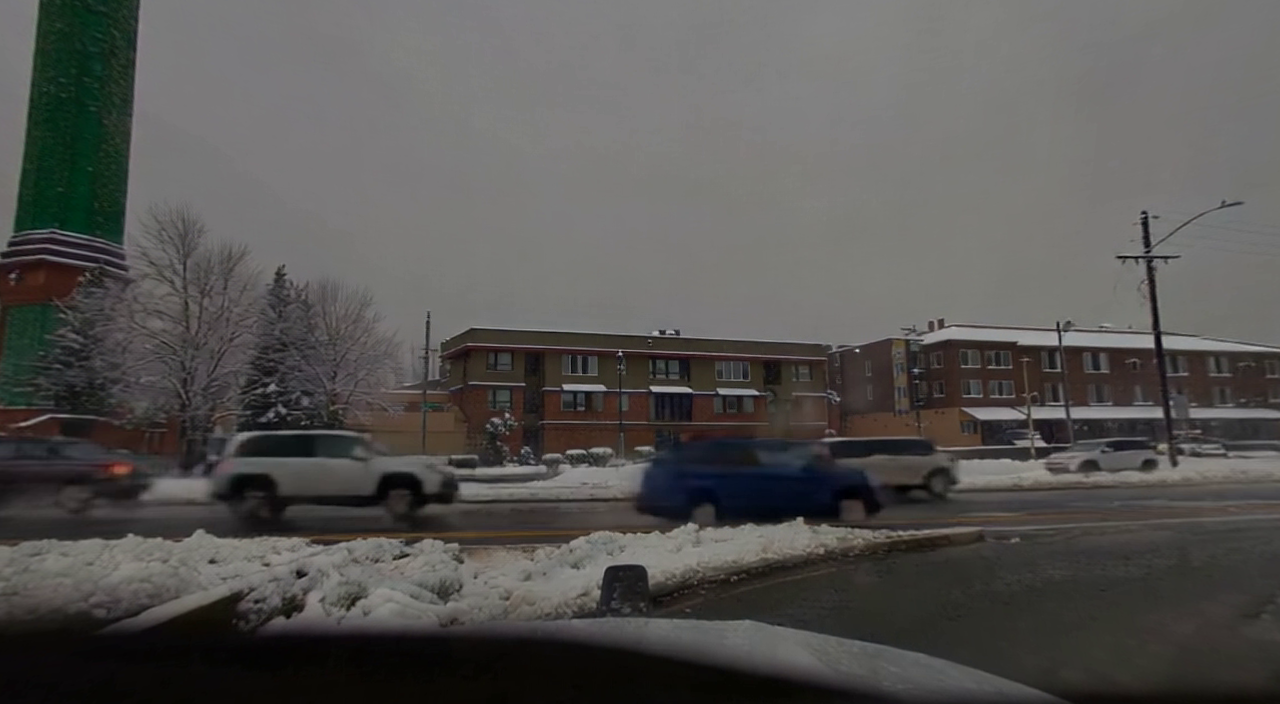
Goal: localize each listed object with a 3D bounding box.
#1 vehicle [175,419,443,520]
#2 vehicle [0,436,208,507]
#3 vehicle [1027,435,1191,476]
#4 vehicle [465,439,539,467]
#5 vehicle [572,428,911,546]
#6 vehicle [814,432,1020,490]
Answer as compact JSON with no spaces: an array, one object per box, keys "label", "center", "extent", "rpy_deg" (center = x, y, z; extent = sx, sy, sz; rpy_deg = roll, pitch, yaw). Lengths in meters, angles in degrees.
[{"label":"vehicle","center":[-5.995,2.173,11.957],"extent":[4.011,1.697,1.857],"rpy_deg":[1,-9,-9]},{"label":"vehicle","center":[-12.939,2.652,14.238],"extent":[4.795,1.465,1.882],"rpy_deg":[1,-9,-8]},{"label":"vehicle","center":[17.624,3.890,23.811],"extent":[4.921,1.453,1.894],"rpy_deg":[1,-9,-7]},{"label":"vehicle","center":[-10.168,7.471,46.552],"extent":[4.920,1.956,1.865],"rpy_deg":[-2,-9,15]},{"label":"vehicle","center":[1.375,1.961,9.663],"extent":[4.685,1.528,2.014],"rpy_deg":[1,-8,-9]},{"label":"vehicle","center":[7.560,2.969,17.428],"extent":[4.818,1.470,1.989],"rpy_deg":[1,-9,-9]}]
